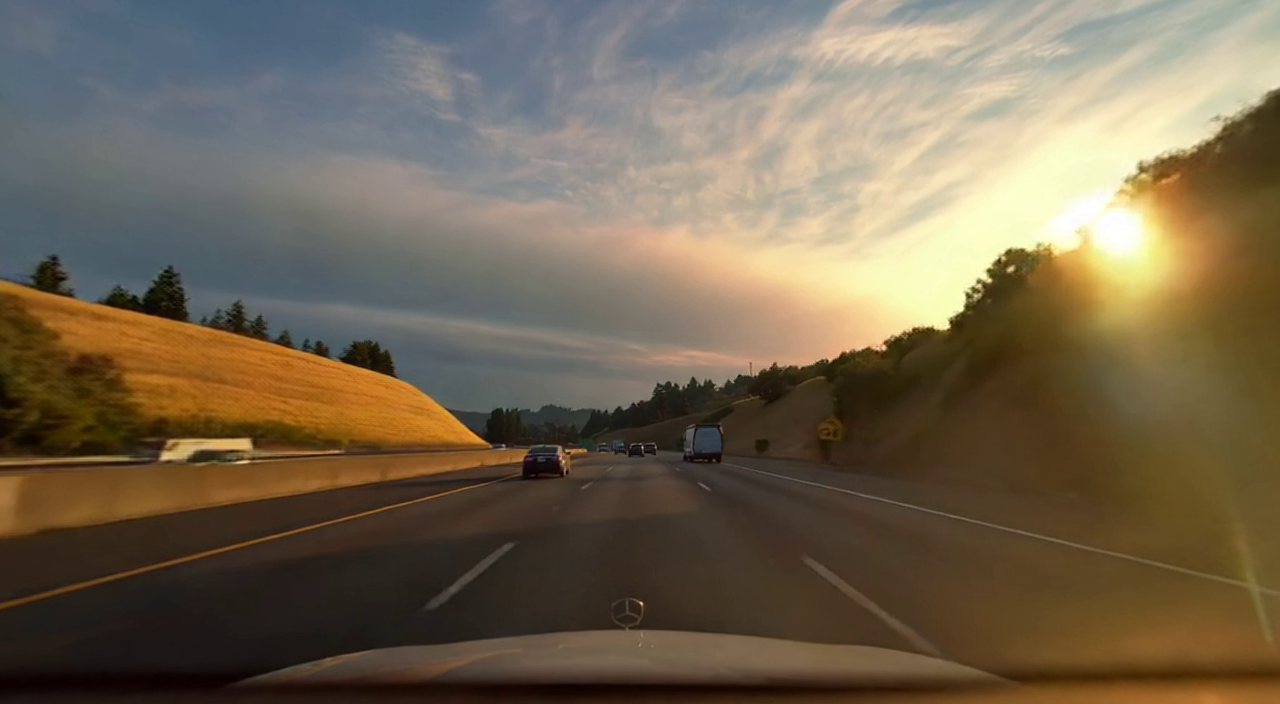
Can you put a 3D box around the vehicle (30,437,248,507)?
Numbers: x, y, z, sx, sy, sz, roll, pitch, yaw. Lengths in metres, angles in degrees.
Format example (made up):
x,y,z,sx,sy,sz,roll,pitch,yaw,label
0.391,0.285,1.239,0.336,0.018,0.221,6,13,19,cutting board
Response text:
x,y,z,sx,sy,sz,roll,pitch,yaw,label
-11.386,2.739,14.752,1.937,1.378,3.865,0,-9,-1,vehicle

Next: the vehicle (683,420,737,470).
x,y,z,sx,sy,sz,roll,pitch,yaw,label
3.936,5.407,36.373,2.361,2.636,5.684,0,-9,-1,vehicle

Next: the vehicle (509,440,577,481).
x,y,z,sx,sy,sz,roll,pitch,yaw,label
-3.856,4.435,25.905,2.054,1.529,4.368,-1,-9,1,vehicle
